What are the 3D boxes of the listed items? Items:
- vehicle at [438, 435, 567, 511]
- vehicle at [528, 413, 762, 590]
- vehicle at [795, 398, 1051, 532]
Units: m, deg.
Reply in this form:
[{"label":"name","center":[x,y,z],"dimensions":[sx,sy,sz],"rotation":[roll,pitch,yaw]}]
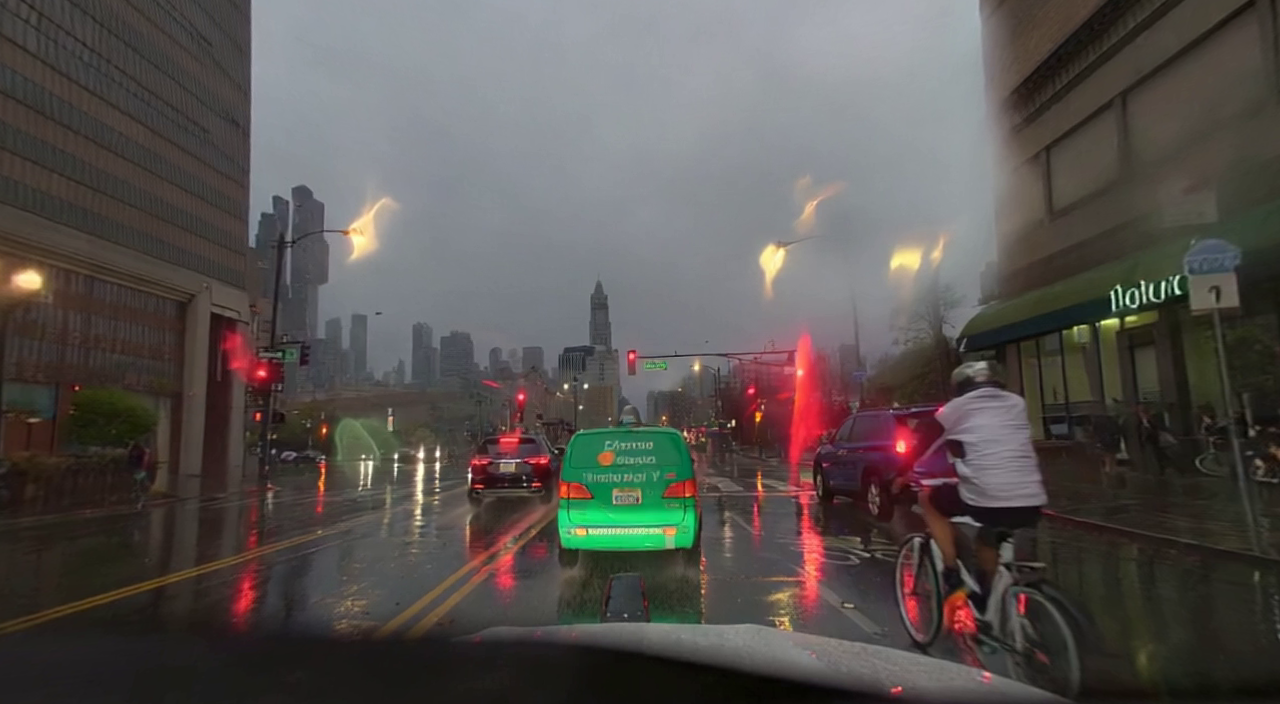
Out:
[{"label":"vehicle","center":[-2.948,2.707,14.629],"dimensions":[2.039,1.452,4.489],"rotation":[0,-9,-1]},{"label":"vehicle","center":[0.031,1.643,7.705],"dimensions":[2.091,1.557,4.000],"rotation":[0,-9,0]},{"label":"vehicle","center":[4.499,1.912,11.126],"dimensions":[2.142,1.829,4.767],"rotation":[0,-9,-2]}]
